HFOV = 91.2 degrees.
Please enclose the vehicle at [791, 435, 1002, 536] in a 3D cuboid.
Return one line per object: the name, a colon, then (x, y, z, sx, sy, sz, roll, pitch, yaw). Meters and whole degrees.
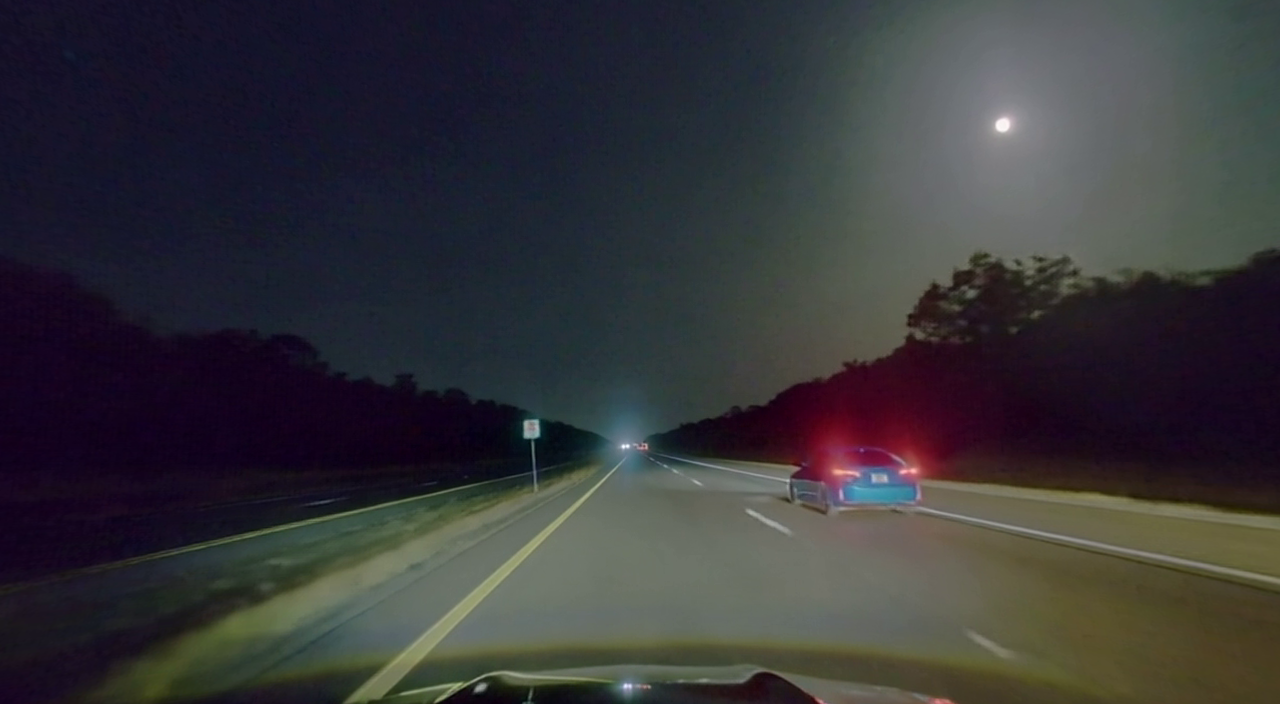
vehicle: (4.263, 2.285, 11.287, 1.981, 1.440, 4.125, 0, -9, -1)
